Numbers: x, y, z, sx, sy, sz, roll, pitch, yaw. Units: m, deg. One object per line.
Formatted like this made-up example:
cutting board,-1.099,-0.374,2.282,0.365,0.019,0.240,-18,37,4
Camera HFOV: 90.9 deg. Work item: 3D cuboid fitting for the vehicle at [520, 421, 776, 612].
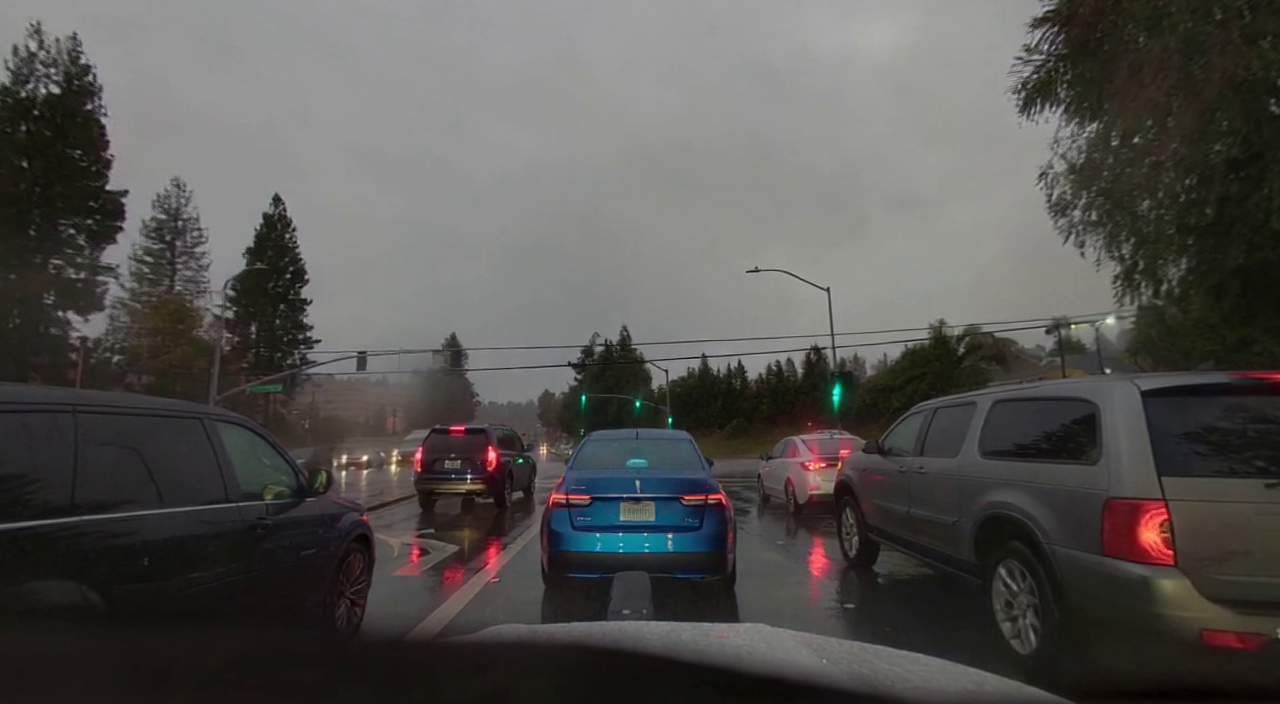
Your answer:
vehicle,0.024,1.596,7.025,2.021,1.490,3.948,0,-8,-1

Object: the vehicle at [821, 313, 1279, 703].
vehicle,3.215,1.102,4.728,2.141,1.833,4.704,0,-8,-2

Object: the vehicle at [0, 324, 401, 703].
vehicle,-3.118,0.952,3.295,1.982,1.721,4.261,0,-8,1

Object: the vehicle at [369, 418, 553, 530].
vehicle,-3.183,2.298,12.445,2.117,1.772,4.619,0,-8,2
